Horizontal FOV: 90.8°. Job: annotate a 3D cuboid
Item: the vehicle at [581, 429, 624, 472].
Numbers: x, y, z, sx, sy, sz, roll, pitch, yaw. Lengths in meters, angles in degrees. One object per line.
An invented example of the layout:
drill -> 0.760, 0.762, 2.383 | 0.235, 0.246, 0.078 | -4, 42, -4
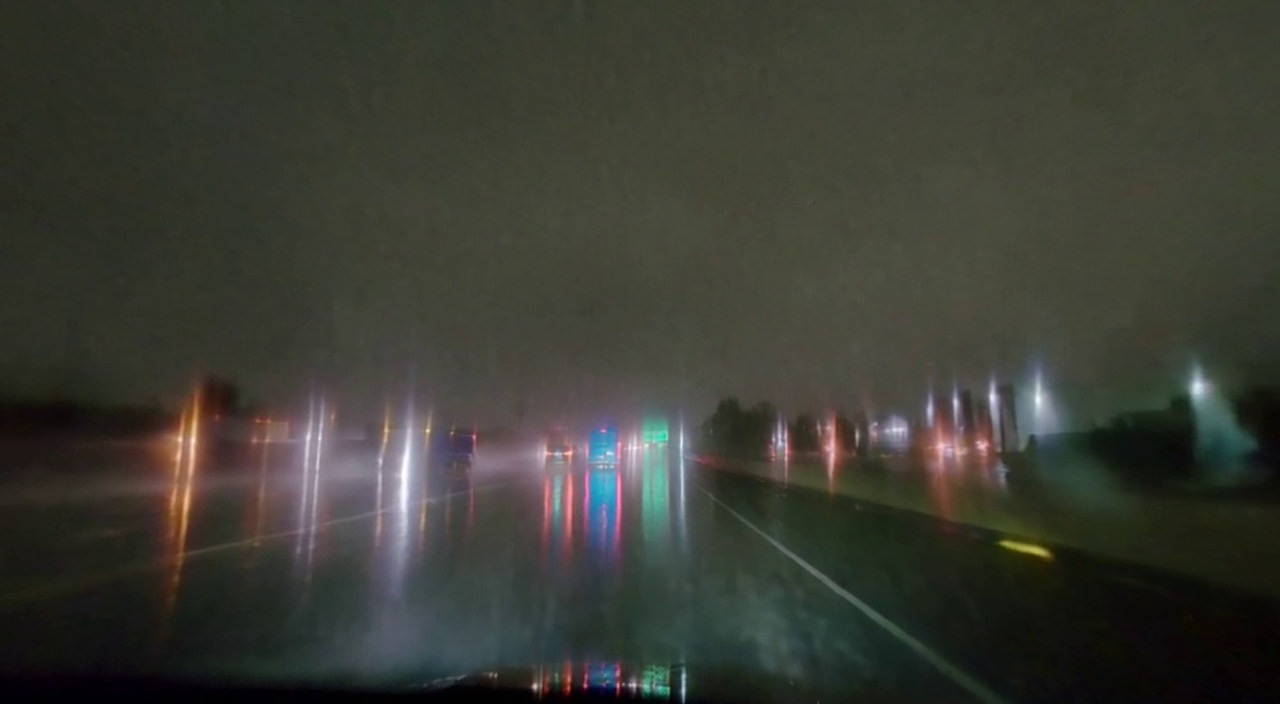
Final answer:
vehicle -> -2.387, 6.491, 41.627 | 2.437, 2.565, 5.829 | 0, -9, 0

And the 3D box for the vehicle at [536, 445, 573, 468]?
vehicle -> -6.541, 8.072, 48.735 | 2.164, 1.664, 4.252 | 0, -9, 1
